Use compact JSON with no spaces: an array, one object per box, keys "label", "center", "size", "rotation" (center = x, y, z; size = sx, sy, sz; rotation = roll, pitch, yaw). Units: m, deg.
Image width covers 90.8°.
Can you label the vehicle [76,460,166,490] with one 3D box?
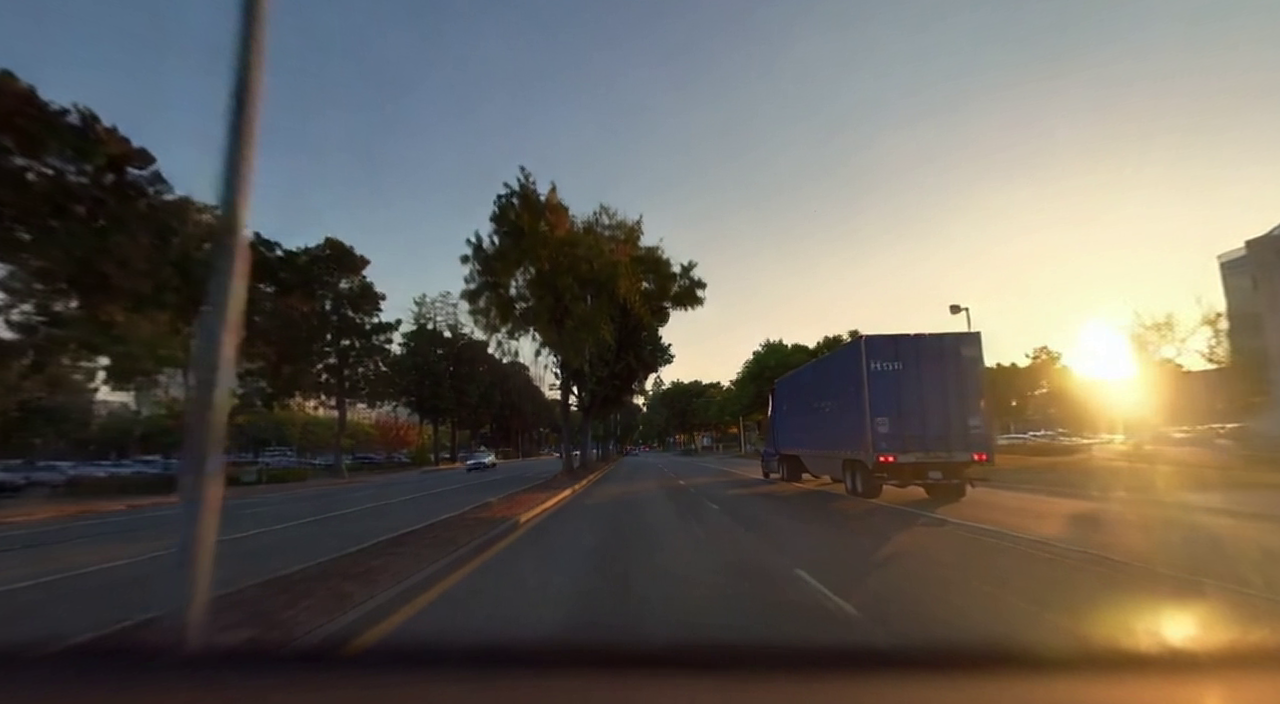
[{"label":"vehicle","center":[-33.931,8.047,41.498],"size":[1.963,1.756,4.606],"rotation":[0,-9,0]}]

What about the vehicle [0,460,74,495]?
[{"label":"vehicle","center":[-33.906,6.693,33.880],"size":[2.008,1.710,5.515],"rotation":[0,-9,0]}]

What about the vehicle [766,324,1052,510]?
[{"label":"vehicle","center":[6.605,2.164,18.654],"size":[3.120,3.794,11.510],"rotation":[0,-9,-1]}]

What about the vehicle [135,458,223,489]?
[{"label":"vehicle","center":[-30.313,7.965,41.769],"size":[1.995,1.773,4.984],"rotation":[-4,-10,1]}]

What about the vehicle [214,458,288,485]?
[{"label":"vehicle","center":[-27.930,8.573,45.617],"size":[2.037,1.764,5.556],"rotation":[0,-9,-4]}]

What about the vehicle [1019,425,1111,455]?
[{"label":"vehicle","center":[32.401,6.716,48.318],"size":[5.310,2.217,2.276],"rotation":[0,-8,2]}]
